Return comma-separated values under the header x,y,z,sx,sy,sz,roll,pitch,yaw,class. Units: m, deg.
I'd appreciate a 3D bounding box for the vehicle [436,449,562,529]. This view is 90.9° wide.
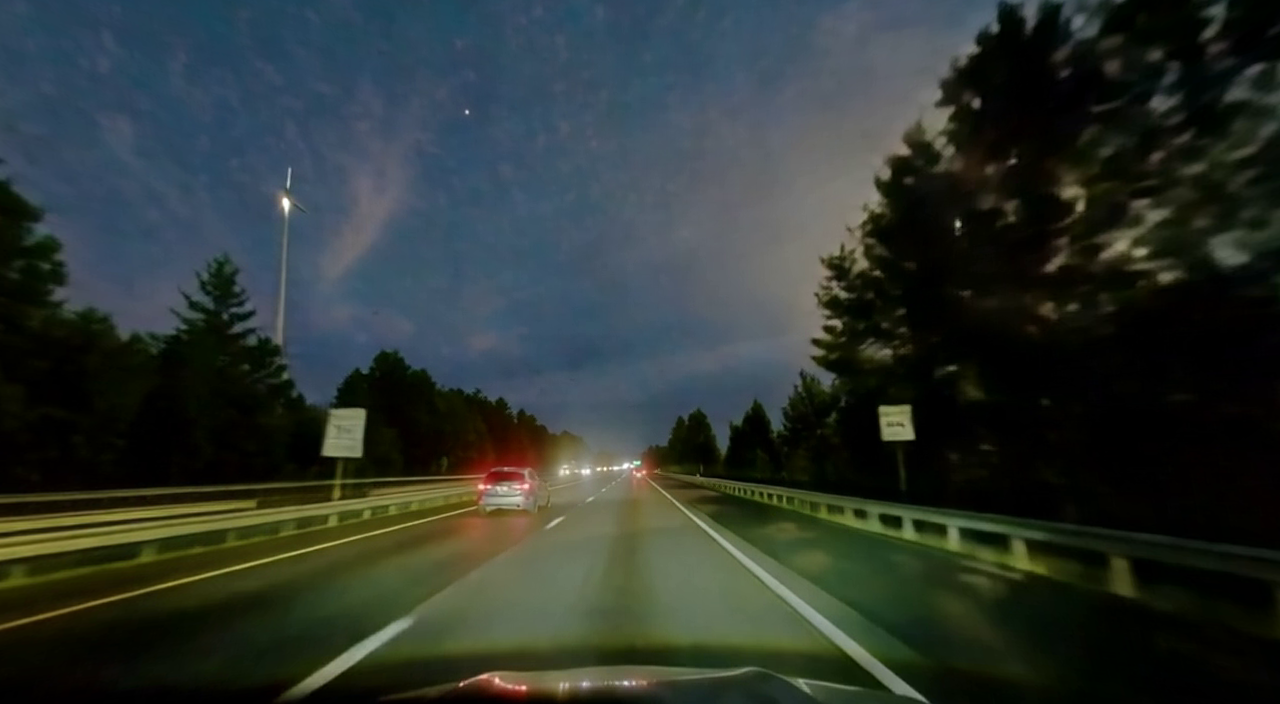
x,y,z,sx,sy,sz,roll,pitch,yaw,class
-3.364,3.428,16.101,2.124,1.705,4.440,1,-11,1,vehicle
